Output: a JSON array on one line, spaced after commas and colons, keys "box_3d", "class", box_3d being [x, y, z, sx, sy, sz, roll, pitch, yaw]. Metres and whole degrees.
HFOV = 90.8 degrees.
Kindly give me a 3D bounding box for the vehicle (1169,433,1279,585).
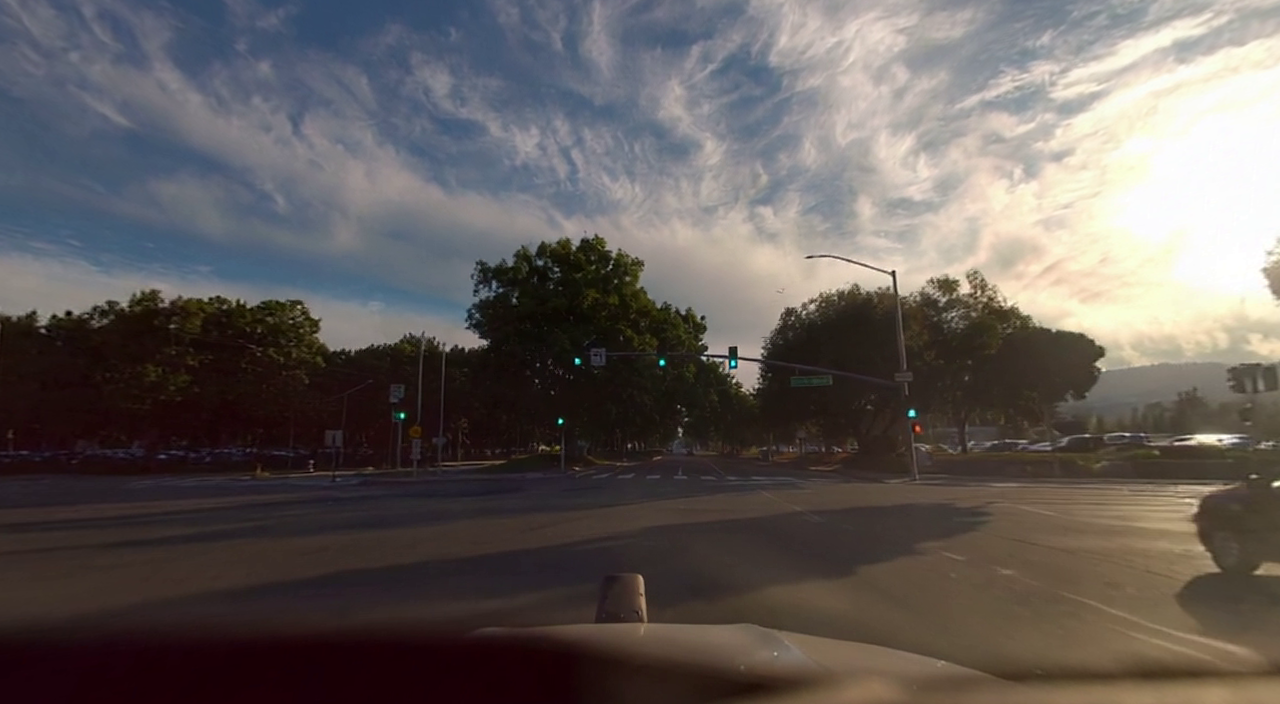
[{"box_3d": [7.370, 1.512, 5.921, 1.797, 1.518, 3.433, 0, -9, 0], "class": "vehicle"}]
